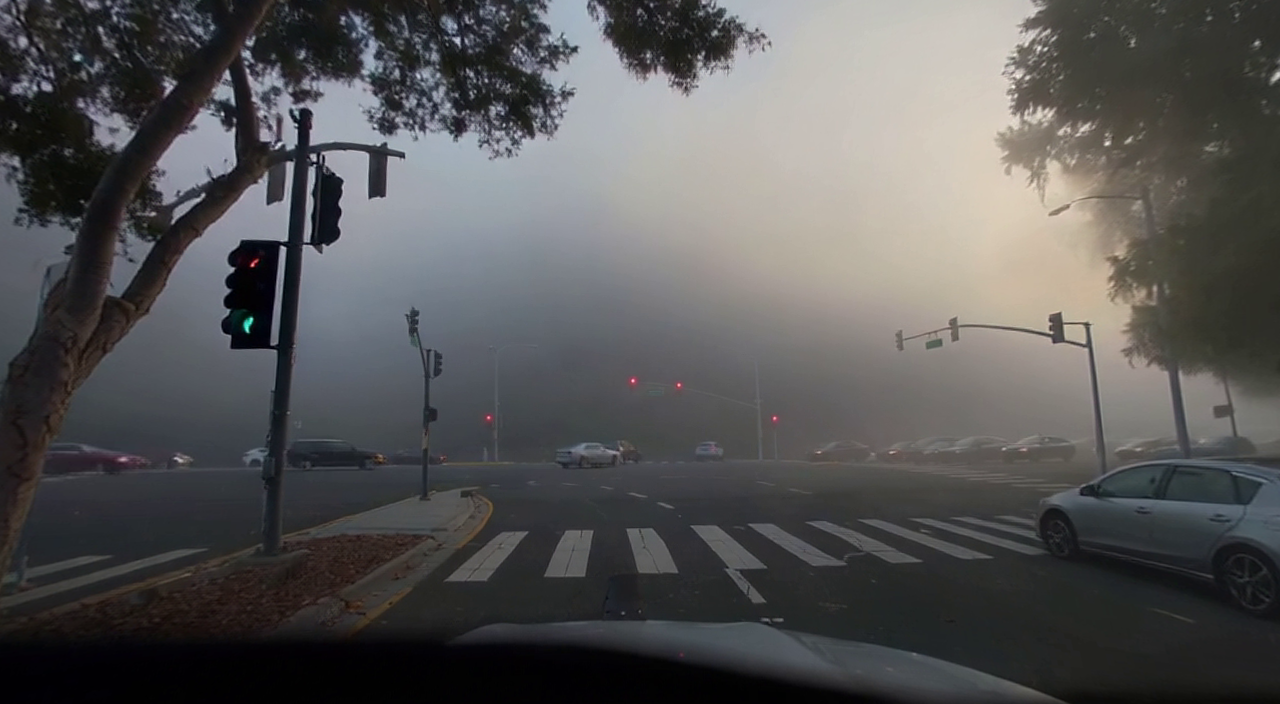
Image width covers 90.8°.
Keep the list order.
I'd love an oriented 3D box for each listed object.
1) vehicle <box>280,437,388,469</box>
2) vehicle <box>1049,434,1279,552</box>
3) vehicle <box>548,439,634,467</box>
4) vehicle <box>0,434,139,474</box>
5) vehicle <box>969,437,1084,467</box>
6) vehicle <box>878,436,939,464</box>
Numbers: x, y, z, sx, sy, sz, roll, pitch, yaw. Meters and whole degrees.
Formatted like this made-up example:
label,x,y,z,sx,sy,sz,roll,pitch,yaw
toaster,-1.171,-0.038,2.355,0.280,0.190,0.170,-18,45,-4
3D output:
label,x,y,z,sx,sy,sz,roll,pitch,yaw
vehicle,-14.996,4.941,31.035,4.580,1.472,1.891,5,-10,-30
vehicle,9.282,2.198,10.381,1.993,1.505,4.721,3,-9,0
vehicle,-2.727,5.758,36.300,1.935,1.476,4.849,-8,-12,44
vehicle,-22.460,3.885,24.164,4.671,1.465,1.934,3,-9,-17
vehicle,19.578,5.071,32.186,4.516,1.468,1.962,-1,-9,9
vehicle,16.161,5.873,37.888,2.001,1.561,4.481,-7,-11,40
